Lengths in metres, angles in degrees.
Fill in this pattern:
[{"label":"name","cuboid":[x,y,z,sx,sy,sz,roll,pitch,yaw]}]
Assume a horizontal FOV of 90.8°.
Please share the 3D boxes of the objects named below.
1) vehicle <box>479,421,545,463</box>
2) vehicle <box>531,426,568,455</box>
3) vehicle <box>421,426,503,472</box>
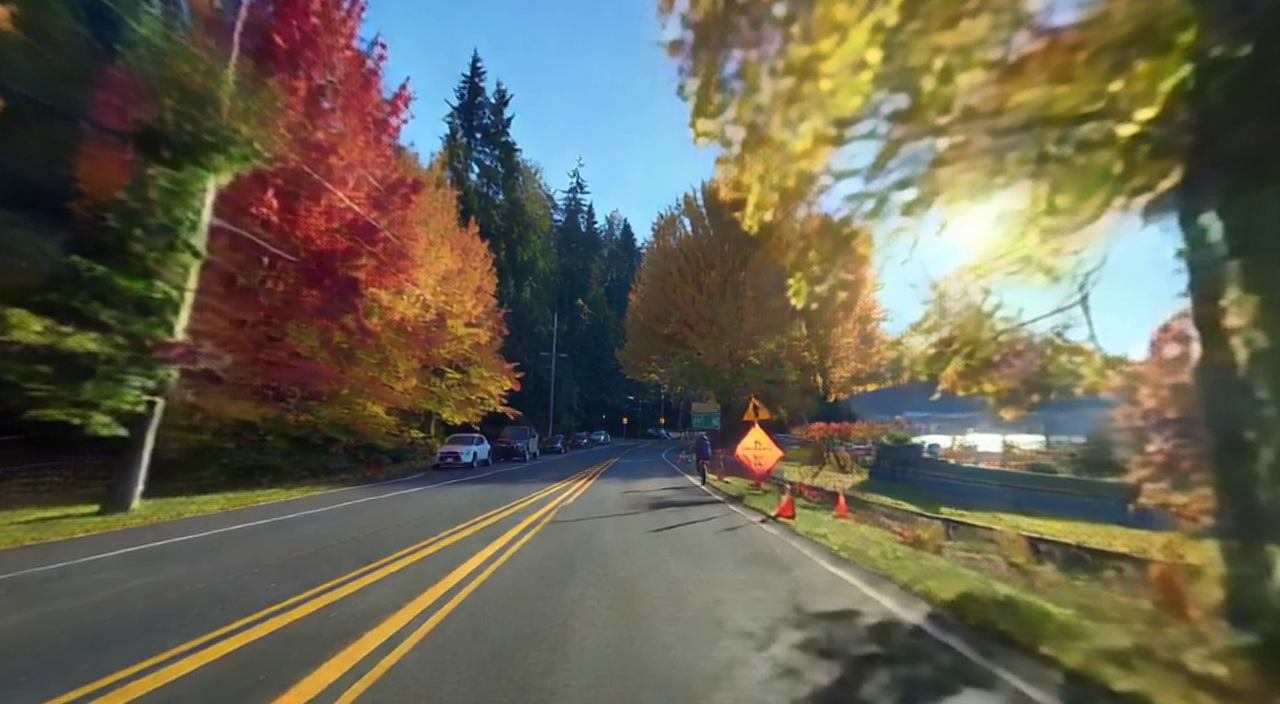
[{"label":"vehicle","cuboid":[-7.052,5.061,35.370,2.312,2.075,5.748,-3,-9,2]},{"label":"vehicle","cuboid":[-6.944,6.896,48.911,1.955,1.908,4.680,-5,-9,0]},{"label":"vehicle","cuboid":[-7.631,4.178,27.502,1.991,1.759,4.443,-3,-8,5]}]
